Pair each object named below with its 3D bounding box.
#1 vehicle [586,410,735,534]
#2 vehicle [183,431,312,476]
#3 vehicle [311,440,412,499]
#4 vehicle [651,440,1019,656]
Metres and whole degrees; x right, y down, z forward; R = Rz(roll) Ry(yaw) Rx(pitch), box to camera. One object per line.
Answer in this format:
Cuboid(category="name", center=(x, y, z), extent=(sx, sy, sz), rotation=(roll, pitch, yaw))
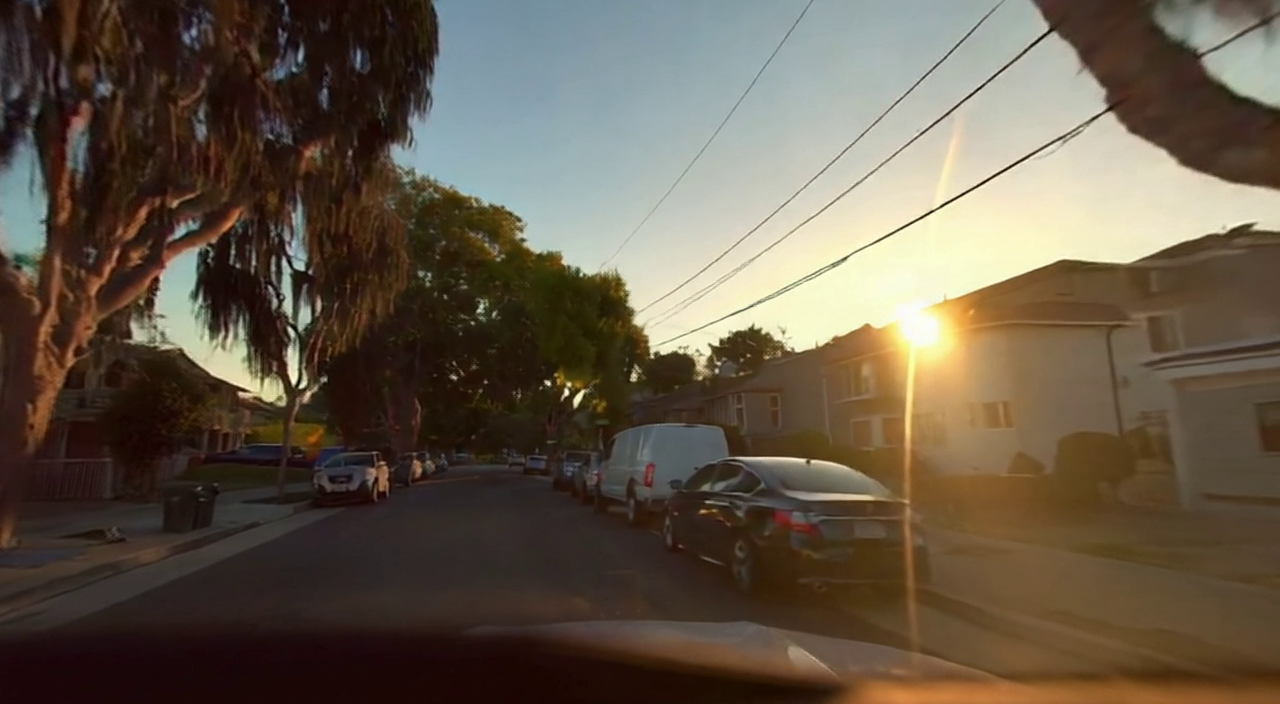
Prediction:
Cuboid(category="vehicle", center=(0.181, 2.390, 13.630), extent=(1.993, 2.129, 4.893), rotation=(1, -7, -13))
Cuboid(category="vehicle", center=(-16.387, 4.211, 26.491), extent=(4.153, 1.550, 2.029), rotation=(1, -2, -14))
Cuboid(category="vehicle", center=(-8.415, 3.531, 19.482), extent=(1.908, 1.493, 4.806), rotation=(5, -9, -13))
Cuboid(category="vehicle", center=(1.600, 1.770, 7.048), extent=(1.828, 1.442, 4.476), rotation=(2, -7, -14))
